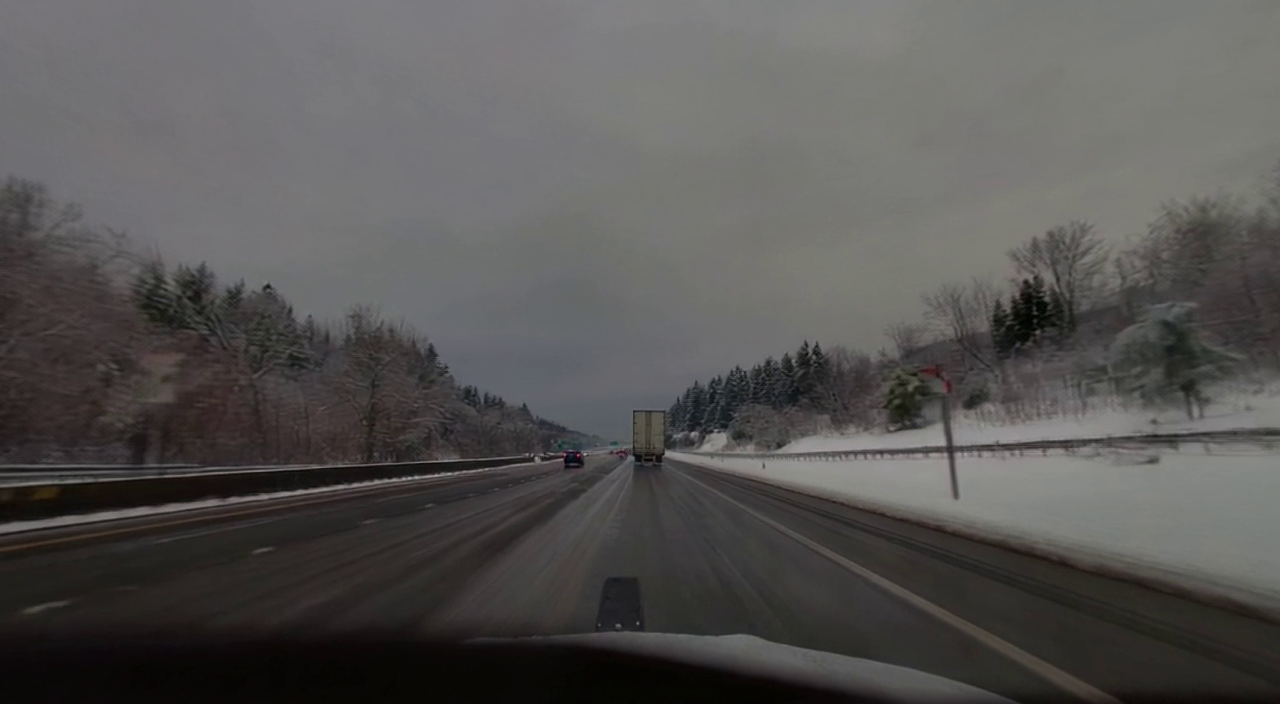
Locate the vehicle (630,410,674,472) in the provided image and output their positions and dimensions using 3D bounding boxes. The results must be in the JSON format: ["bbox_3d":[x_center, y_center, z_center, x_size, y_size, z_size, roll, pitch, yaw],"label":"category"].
[{"bbox_3d":[0.784,7.044,49.000,2.901,4.032,14.338,0,-9,0],"label":"vehicle"}]
